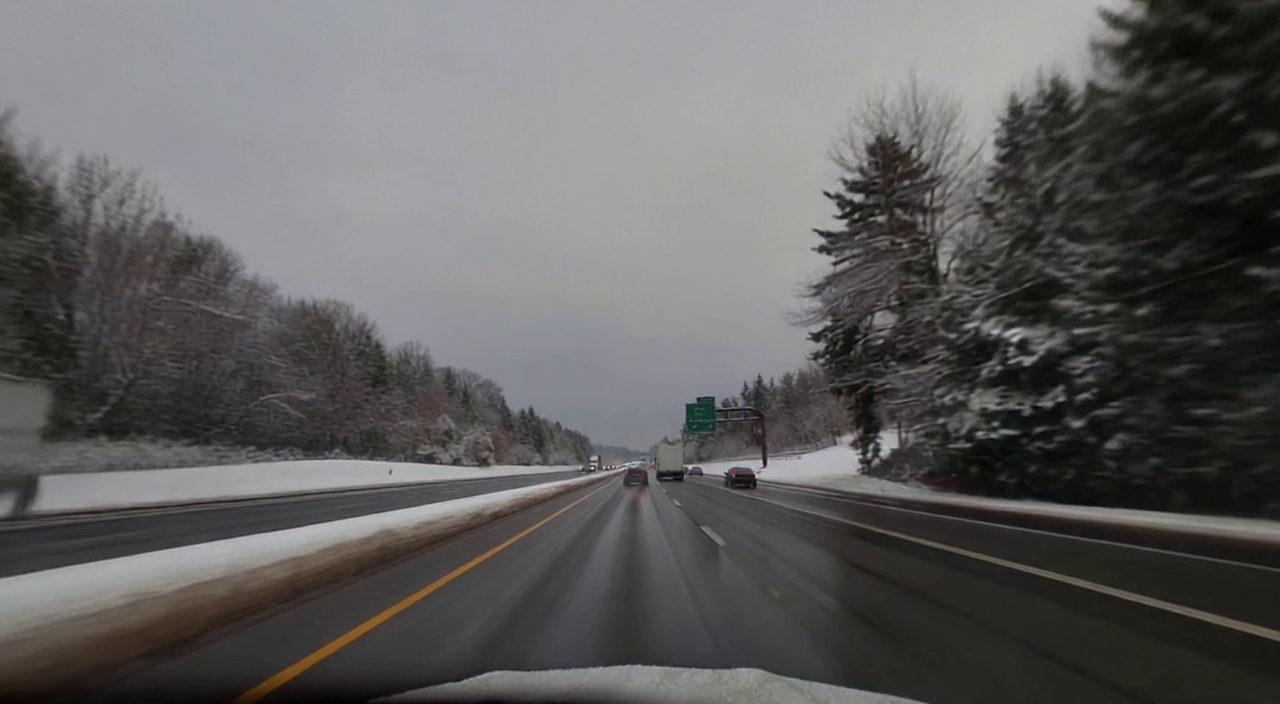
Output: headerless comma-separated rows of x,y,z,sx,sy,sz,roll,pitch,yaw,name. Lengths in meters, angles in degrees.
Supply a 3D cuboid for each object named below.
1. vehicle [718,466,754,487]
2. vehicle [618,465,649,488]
7.416,9.696,49.175,1.977,1.494,4.311,1,-10,-2,vehicle
-0.436,8.482,42.916,2.025,1.452,3.927,1,-10,-1,vehicle
